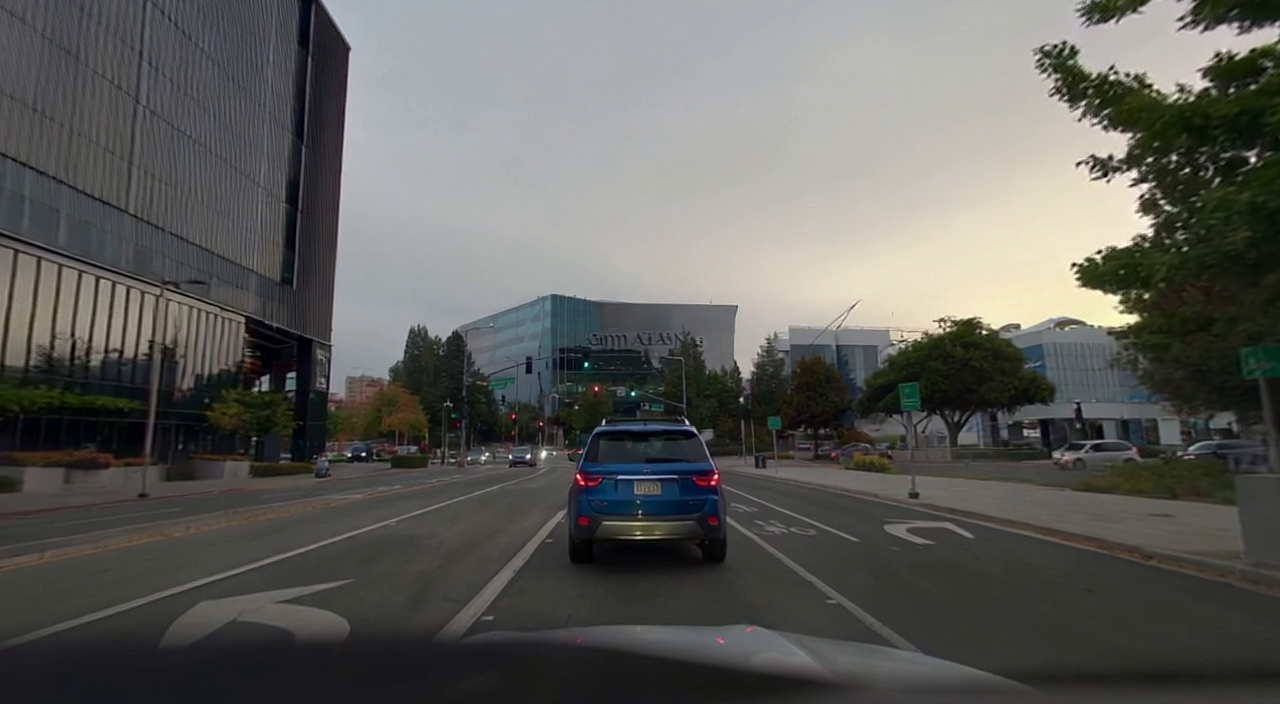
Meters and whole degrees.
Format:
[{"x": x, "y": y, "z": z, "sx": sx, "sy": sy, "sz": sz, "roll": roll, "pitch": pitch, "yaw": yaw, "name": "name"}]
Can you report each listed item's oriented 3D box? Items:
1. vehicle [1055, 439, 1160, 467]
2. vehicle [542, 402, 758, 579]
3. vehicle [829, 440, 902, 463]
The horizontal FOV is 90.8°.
[{"x": 27.827, "y": 6.006, "z": 37.709, "sx": 4.571, "sy": 1.558, "sz": 2.171, "roll": 0, "pitch": -8, "yaw": -2, "name": "vehicle"}, {"x": 0.007, "y": 1.698, "z": 8.490, "sx": 2.183, "sy": 1.765, "sz": 4.059, "roll": 0, "pitch": -8, "yaw": -3, "name": "vehicle"}, {"x": 15.916, "y": 7.048, "z": 44.678, "sx": 4.422, "sy": 1.563, "sz": 1.751, "roll": 0, "pitch": -8, "yaw": -2, "name": "vehicle"}]
